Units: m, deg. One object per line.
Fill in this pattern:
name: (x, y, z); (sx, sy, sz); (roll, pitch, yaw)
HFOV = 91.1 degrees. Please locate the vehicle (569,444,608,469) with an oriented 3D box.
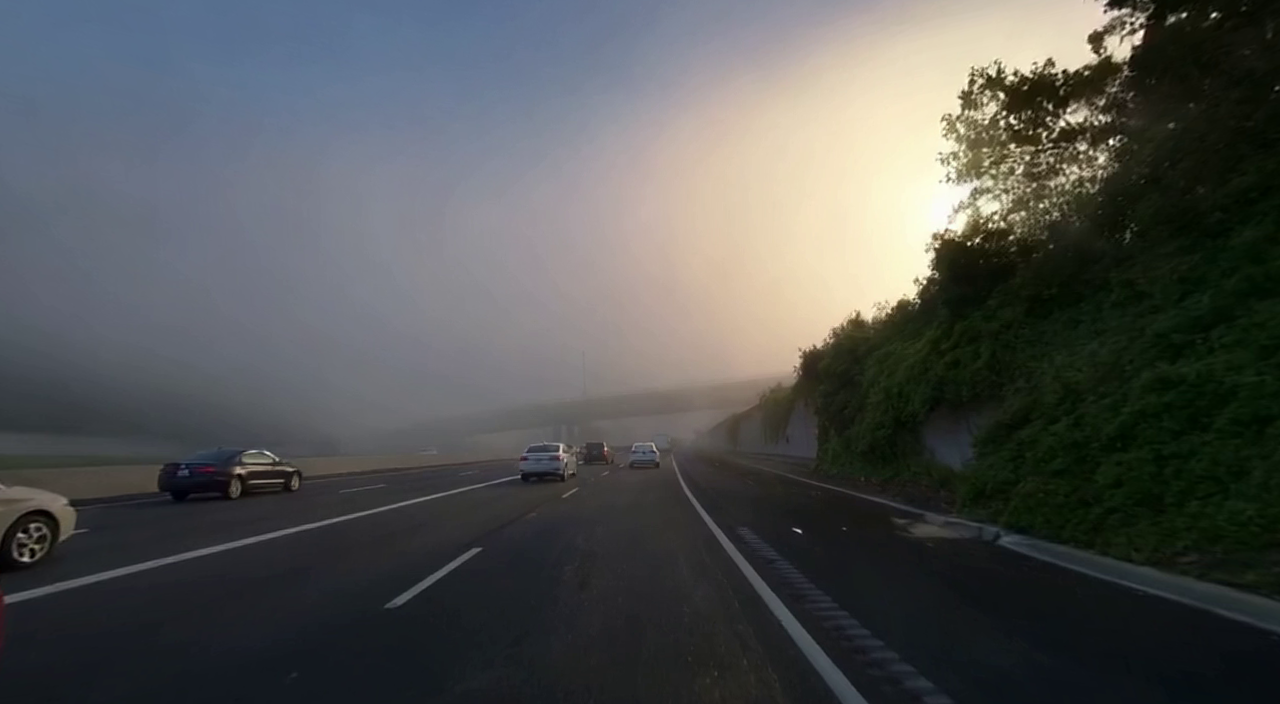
vehicle: (-3.199, 6.617, 39.874); (1.997, 1.490, 4.471); (0, -8, 2)

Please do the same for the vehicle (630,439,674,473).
vehicle: (0.651, 5.433, 33.140); (2.160, 1.678, 4.178); (0, -8, 2)

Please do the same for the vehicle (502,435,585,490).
vehicle: (-3.303, 3.886, 22.470); (2.161, 1.759, 4.482); (0, -8, 2)

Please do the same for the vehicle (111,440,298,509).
vehicle: (-11.645, 3.251, 17.259); (1.954, 1.640, 4.339); (0, -8, 1)
